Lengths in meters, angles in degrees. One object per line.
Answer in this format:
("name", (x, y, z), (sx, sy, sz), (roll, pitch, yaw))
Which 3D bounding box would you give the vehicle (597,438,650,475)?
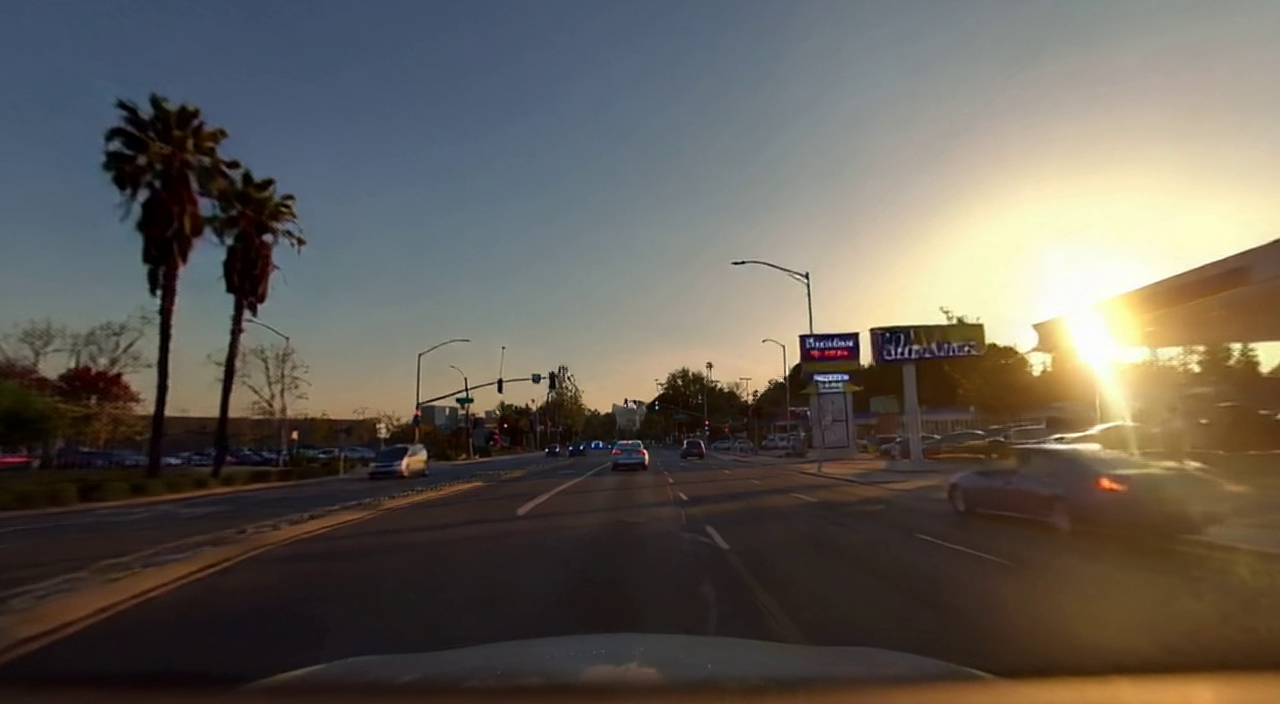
("vehicle", (-0.707, 4.625, 28.199), (2.160, 1.508, 4.319), (0, -8, -1))

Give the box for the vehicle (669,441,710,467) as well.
("vehicle", (2.958, 6.186, 38.612), (2.060, 1.471, 4.168), (0, -8, -1))

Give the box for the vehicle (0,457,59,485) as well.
("vehicle", (-35.487, 6.630, 35.250), (4.313, 1.462, 1.821), (0, -8, -2))

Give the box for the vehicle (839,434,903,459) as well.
("vehicle", (14.694, 5.988, 40.138), (4.580, 1.479, 1.985), (8, -12, -44))

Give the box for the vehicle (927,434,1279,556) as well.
("vehicle", (6.780, 2.112, 10.213), (1.922, 1.461, 4.868), (0, -8, -1))

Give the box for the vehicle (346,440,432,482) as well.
("vehicle", (-11.698, 5.088, 29.902), (2.098, 1.766, 4.787), (0, -8, 0))
